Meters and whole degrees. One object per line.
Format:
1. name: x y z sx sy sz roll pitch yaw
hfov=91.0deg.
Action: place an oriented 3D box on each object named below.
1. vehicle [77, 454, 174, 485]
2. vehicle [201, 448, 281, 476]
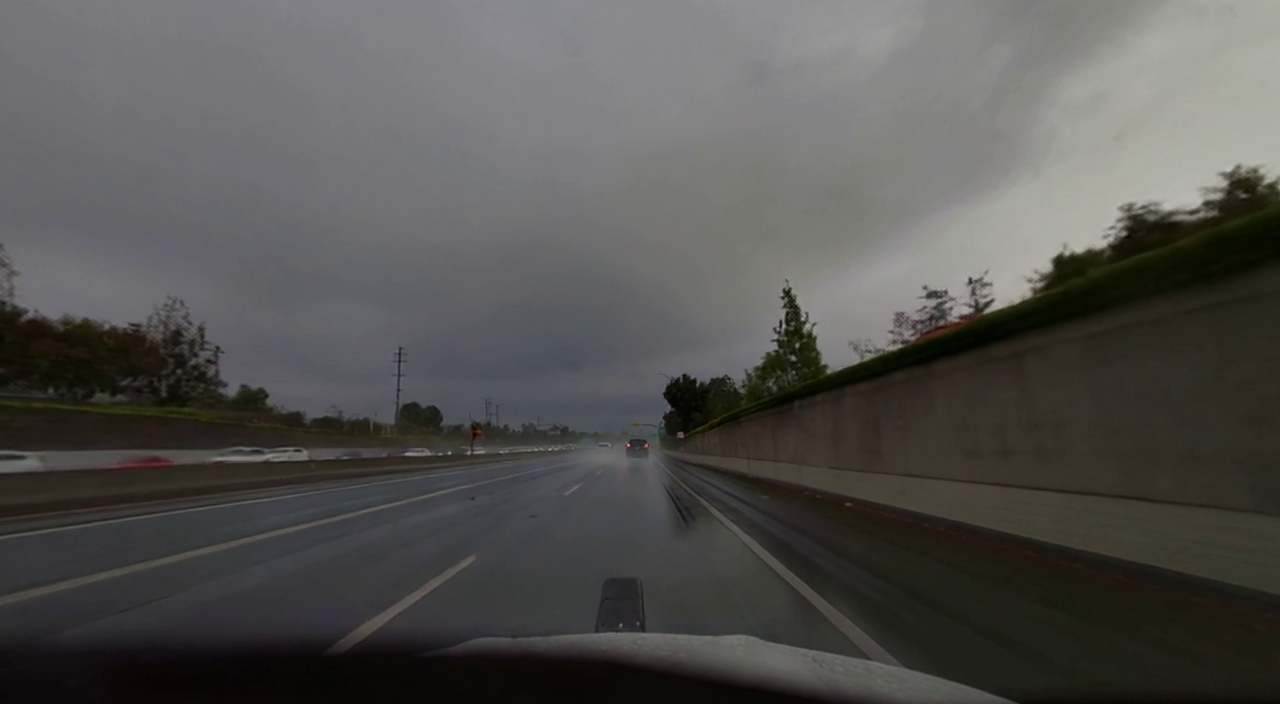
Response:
1. vehicle: -29.696 6.777 36.537 1.897 1.599 4.359 0 -9 0
2. vehicle: -25.564 7.021 40.598 1.961 1.669 4.780 0 -9 1
